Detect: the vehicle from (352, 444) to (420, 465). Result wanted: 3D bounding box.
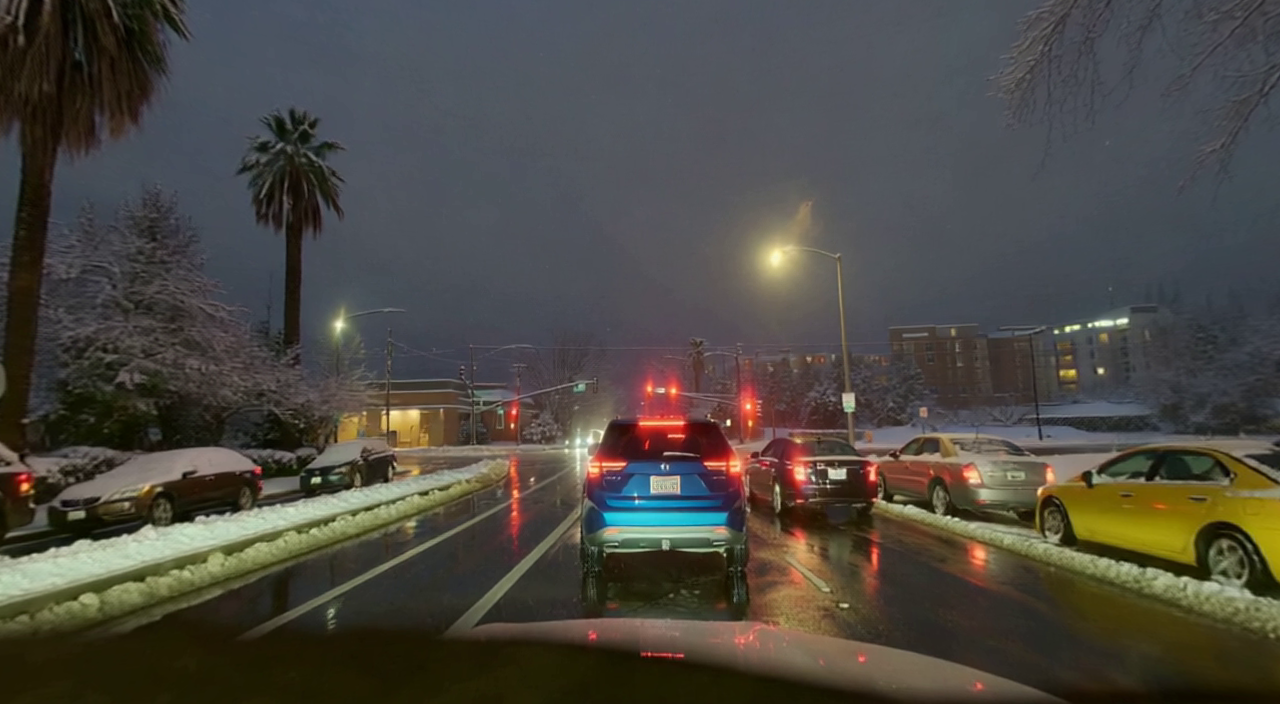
[{"bbox_3d":[-18.649,7.521,46.596,1.759,1.457,4.297,-7,-11,37],"label":"vehicle"}]

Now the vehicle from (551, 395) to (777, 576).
[{"bbox_3d":[0.256,1.656,8.556,2.264,1.798,4.258,0,-8,0],"label":"vehicle"}]

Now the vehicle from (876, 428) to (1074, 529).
[{"bbox_3d":[6.665,2.524,13.241,1.930,1.736,4.329,-1,-8,3],"label":"vehicle"}]

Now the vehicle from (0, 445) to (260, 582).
[{"bbox_3d":[-9.585,2.800,11.841,2.054,1.467,4.595,-3,-2,1],"label":"vehicle"}]

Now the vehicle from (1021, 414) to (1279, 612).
[{"bbox_3d":[6.441,1.601,6.937,1.935,1.672,4.139,0,-8,1],"label":"vehicle"}]

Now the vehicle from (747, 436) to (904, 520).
[{"bbox_3d":[3.702,2.581,13.565,2.021,1.480,4.402,0,-8,0],"label":"vehicle"}]
